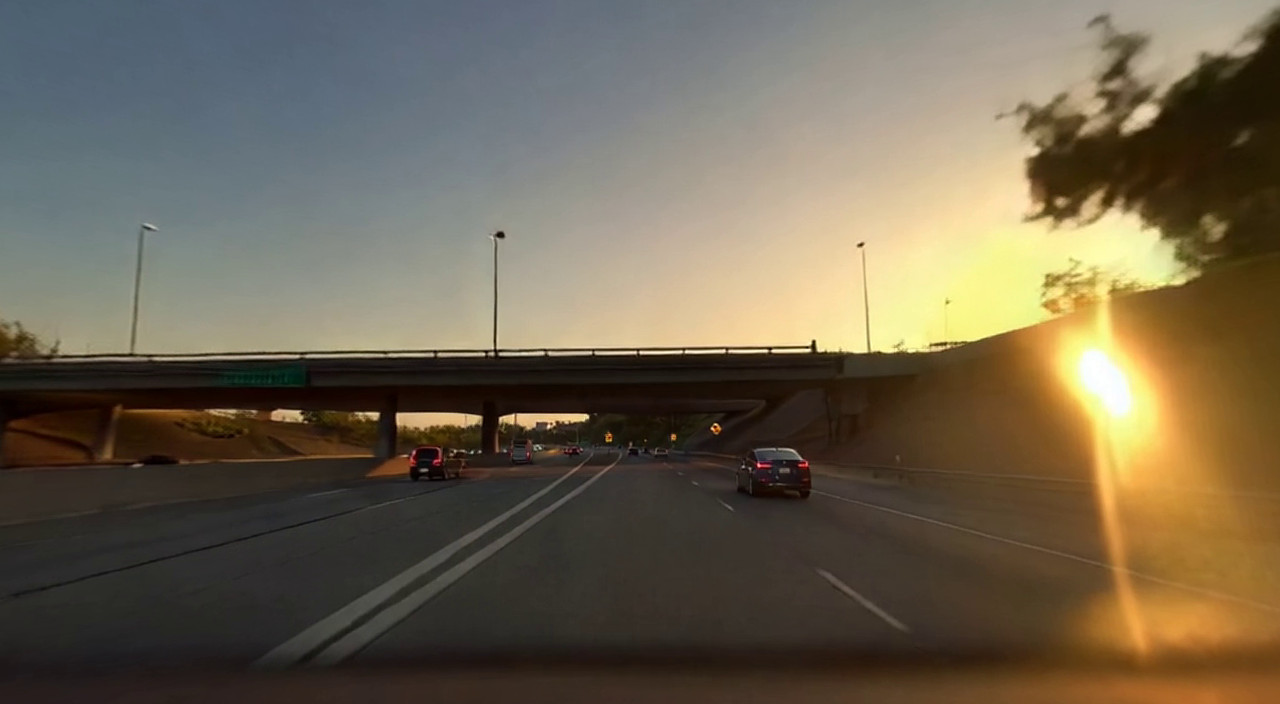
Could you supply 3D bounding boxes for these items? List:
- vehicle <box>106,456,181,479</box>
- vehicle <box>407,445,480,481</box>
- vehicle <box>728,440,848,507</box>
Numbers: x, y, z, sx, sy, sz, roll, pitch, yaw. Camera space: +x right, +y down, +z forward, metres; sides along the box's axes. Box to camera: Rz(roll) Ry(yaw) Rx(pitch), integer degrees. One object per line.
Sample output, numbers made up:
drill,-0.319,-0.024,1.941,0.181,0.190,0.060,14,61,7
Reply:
vehicle,-36.495,8.498,46.424,1.886,1.521,4.740,0,-9,-4
vehicle,-9.137,5.183,29.697,2.072,1.545,4.687,0,-9,-2
vehicle,3.784,3.179,16.963,2.079,1.535,4.316,0,-9,-1
